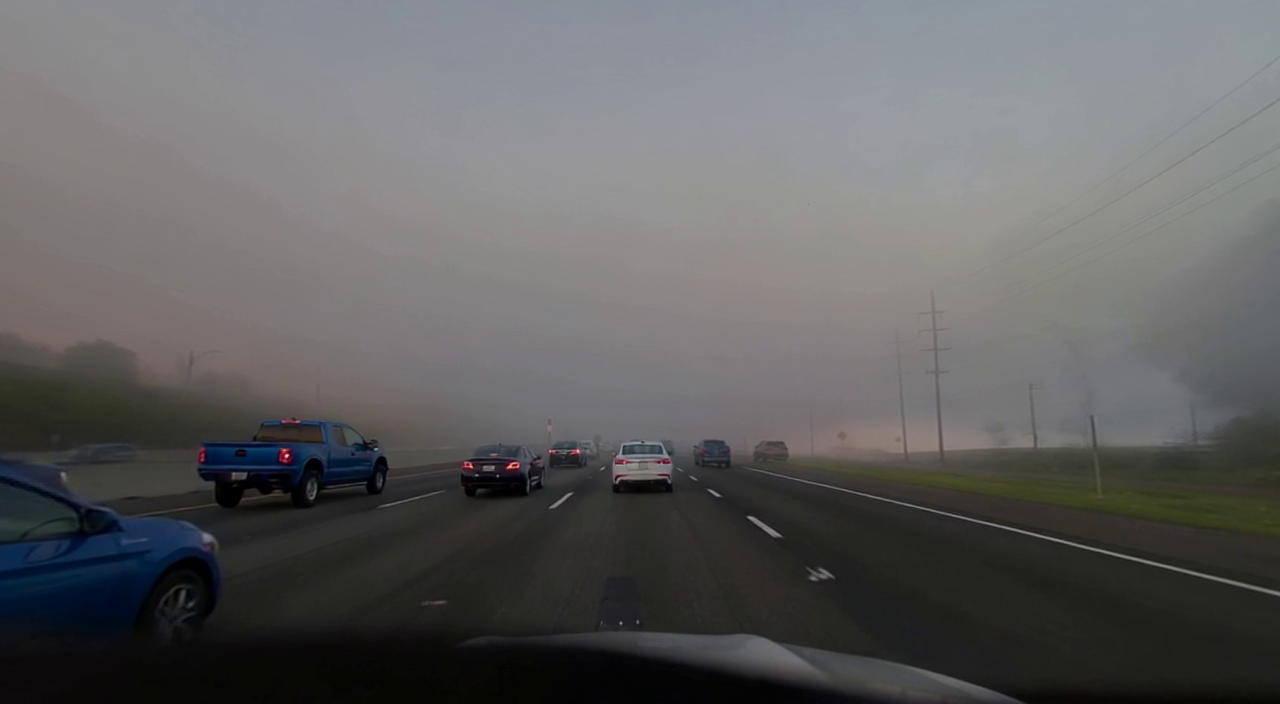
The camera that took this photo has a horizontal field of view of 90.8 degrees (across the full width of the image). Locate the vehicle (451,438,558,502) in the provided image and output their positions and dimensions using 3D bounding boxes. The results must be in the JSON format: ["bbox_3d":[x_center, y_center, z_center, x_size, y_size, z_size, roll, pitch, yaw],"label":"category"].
[{"bbox_3d":[-3.362,2.995,16.521,1.899,1.437,4.131,0,-8,0],"label":"vehicle"}]

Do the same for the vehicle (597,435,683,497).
[{"bbox_3d":[-0.023,3.143,17.839,2.102,1.499,4.439,0,-8,-1],"label":"vehicle"}]

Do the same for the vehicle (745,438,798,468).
[{"bbox_3d":[7.754,5.996,37.713,1.969,1.608,4.865,0,-8,-1],"label":"vehicle"}]

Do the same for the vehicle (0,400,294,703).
[{"bbox_3d":[-3.671,0.929,2.479,1.955,1.481,4.604,0,-8,1],"label":"vehicle"}]

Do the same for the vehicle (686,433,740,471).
[{"bbox_3d":[3.777,5.313,33.751,2.113,1.800,5.376,0,-8,-2],"label":"vehicle"}]
